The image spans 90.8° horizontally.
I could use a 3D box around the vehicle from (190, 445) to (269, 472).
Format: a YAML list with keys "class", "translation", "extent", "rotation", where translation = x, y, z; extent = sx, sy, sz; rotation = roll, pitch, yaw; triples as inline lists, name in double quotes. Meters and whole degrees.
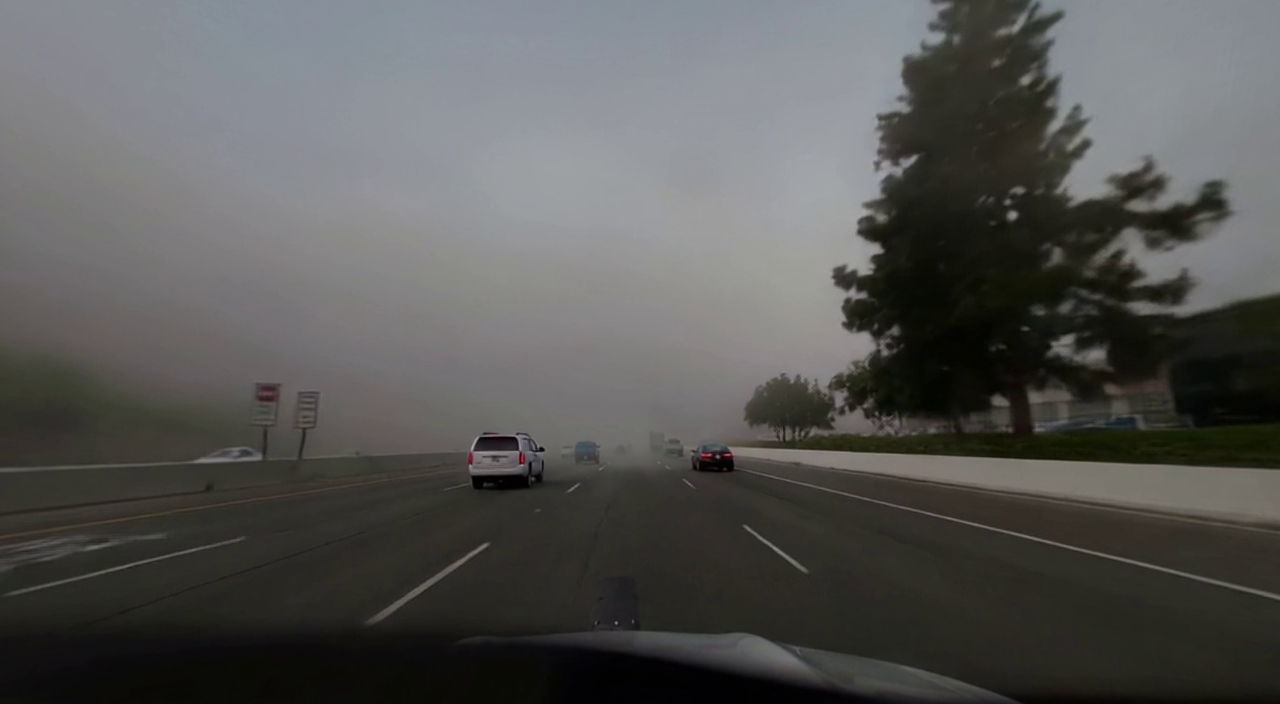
- class: "vehicle"
  translation: [-24.736, 6.430, 38.273]
  extent: [1.872, 1.512, 4.405]
  rotation: [0, -8, 0]

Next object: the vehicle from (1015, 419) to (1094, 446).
- class: "vehicle"
  translation: [32.363, 6.373, 49.565]
  extent: [2.133, 1.930, 5.924]
  rotation: [-1, -9, 0]

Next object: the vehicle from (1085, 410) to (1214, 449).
- class: "vehicle"
  translation: [27.293, 4.276, 34.220]
  extent: [1.959, 1.935, 5.851]
  rotation: [0, -8, -2]

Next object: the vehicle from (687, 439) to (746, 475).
- class: "vehicle"
  translation: [3.388, 4.778, 28.955]
  extent: [1.957, 1.510, 4.643]
  rotation: [0, -8, -2]

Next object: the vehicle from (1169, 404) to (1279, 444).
- class: "vehicle"
  translation: [32.438, 4.028, 34.543]
  extent: [2.062, 1.924, 5.623]
  rotation: [-1, -9, -1]

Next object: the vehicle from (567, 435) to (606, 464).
- class: "vehicle"
  translation: [-3.893, 7.196, 46.663]
  extent: [2.410, 1.981, 5.355]
  rotation: [0, -8, 0]

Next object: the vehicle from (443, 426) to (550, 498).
- class: "vehicle"
  translation: [-3.882, 3.062, 17.991]
  extent: [1.987, 1.765, 4.508]
  rotation: [0, -8, 0]
